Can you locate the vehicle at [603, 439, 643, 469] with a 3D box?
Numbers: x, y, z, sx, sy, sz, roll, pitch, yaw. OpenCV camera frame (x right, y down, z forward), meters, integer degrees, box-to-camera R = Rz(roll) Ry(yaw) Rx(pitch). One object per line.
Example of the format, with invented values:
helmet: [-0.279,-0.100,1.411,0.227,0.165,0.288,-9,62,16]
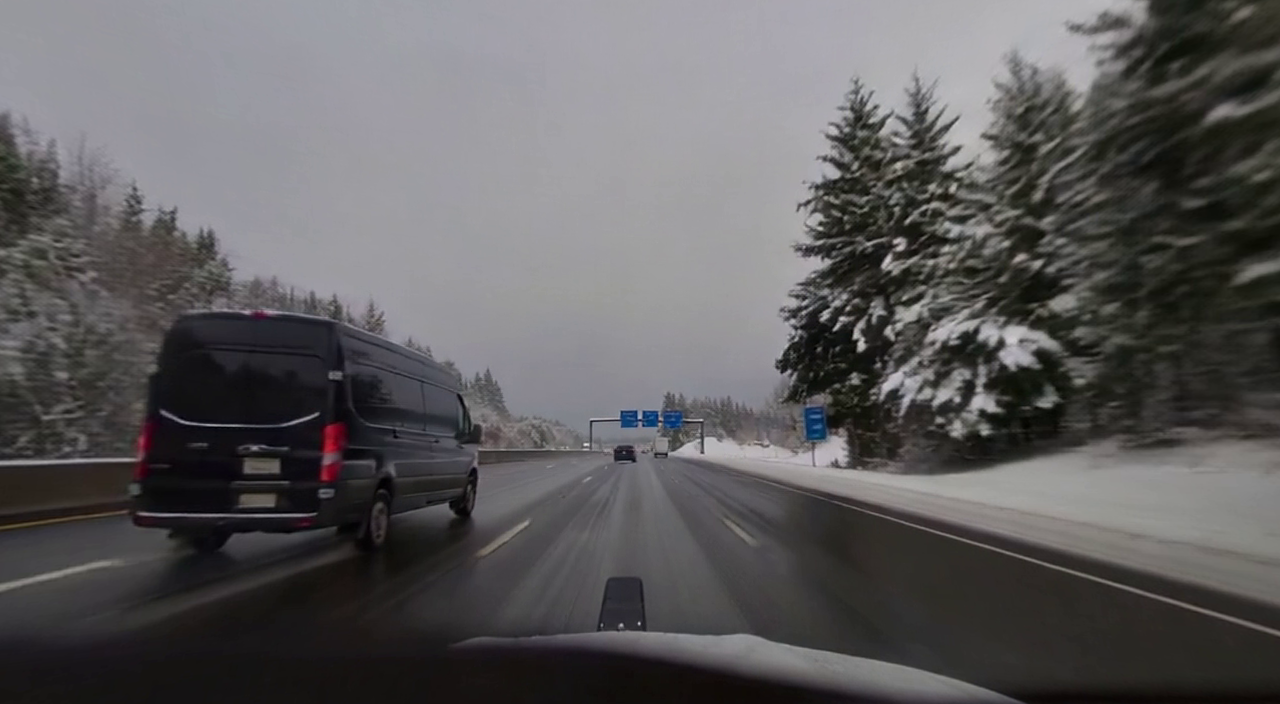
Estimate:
vehicle: [-0.940,6.078,37.618,2.183,1.662,3.968,0,-9,1]

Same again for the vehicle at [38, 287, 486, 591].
vehicle: [-4.094,1.190,8.692,2.382,2.736,5.982,0,-9,0]
